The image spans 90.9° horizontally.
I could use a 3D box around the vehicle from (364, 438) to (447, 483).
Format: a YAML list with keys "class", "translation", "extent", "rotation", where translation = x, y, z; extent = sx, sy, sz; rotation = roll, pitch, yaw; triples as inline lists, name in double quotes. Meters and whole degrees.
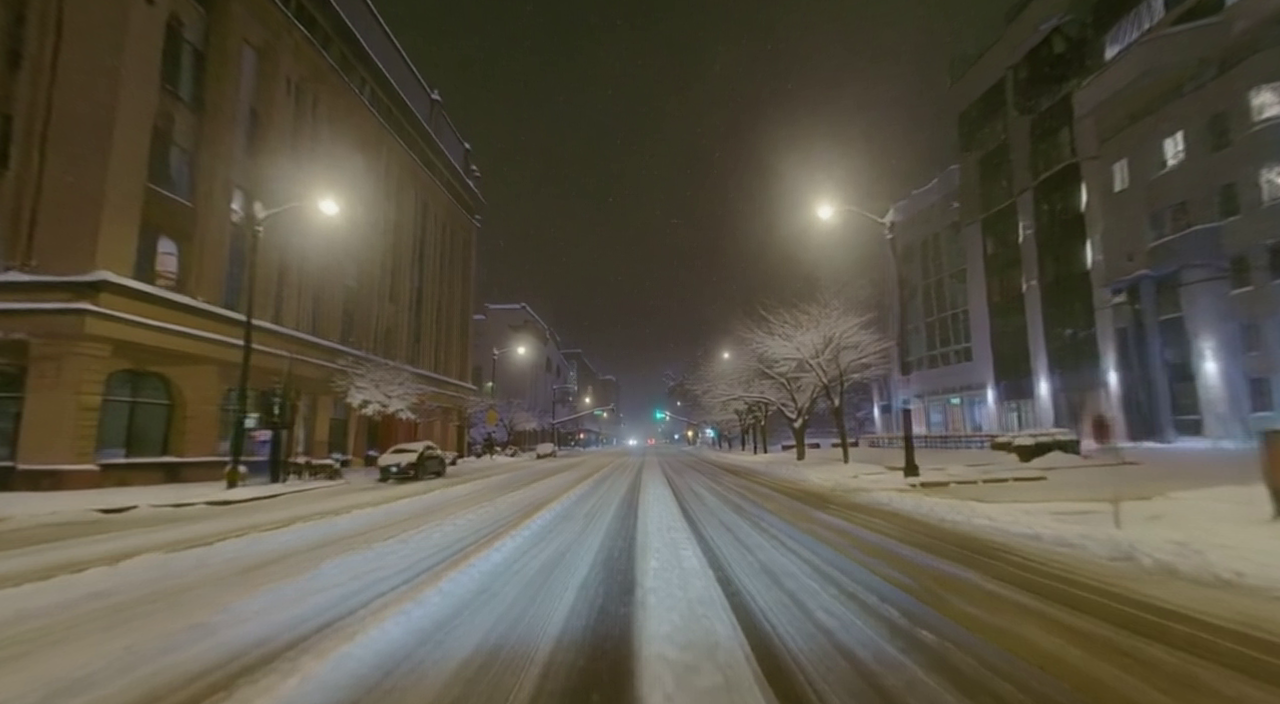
- class: "vehicle"
  translation: [-10.678, 4.933, 29.147]
  extent: [2.060, 1.796, 4.675]
  rotation: [-2, -7, 0]
